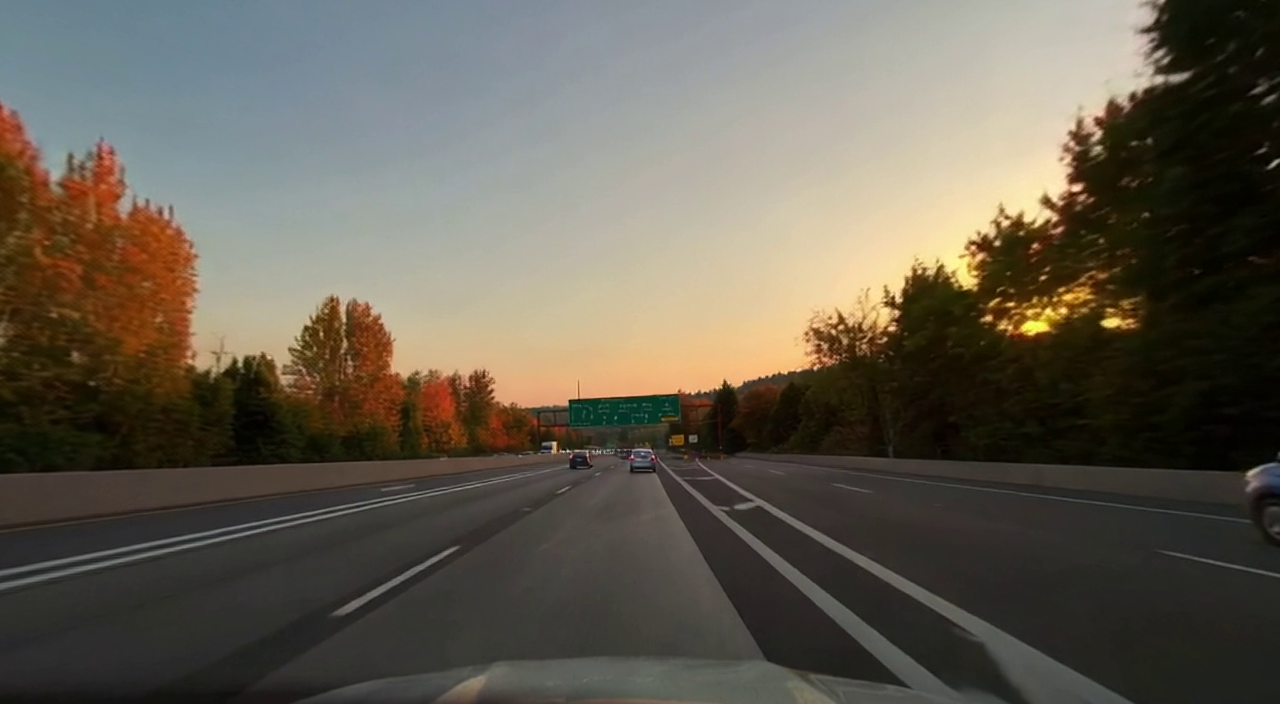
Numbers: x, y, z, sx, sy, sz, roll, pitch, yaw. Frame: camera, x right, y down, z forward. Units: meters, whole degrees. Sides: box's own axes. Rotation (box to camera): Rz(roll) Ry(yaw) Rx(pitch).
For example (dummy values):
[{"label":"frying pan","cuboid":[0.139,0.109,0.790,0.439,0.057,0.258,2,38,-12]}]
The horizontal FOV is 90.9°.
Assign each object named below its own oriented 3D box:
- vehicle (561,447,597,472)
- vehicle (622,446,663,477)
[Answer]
[{"label":"vehicle","cuboid":[-3.863,6.847,40.446,1.877,1.504,3.799,0,-9,1]},{"label":"vehicle","cuboid":[0.082,5.612,32.465,2.002,1.449,3.612,0,-9,-1]}]
